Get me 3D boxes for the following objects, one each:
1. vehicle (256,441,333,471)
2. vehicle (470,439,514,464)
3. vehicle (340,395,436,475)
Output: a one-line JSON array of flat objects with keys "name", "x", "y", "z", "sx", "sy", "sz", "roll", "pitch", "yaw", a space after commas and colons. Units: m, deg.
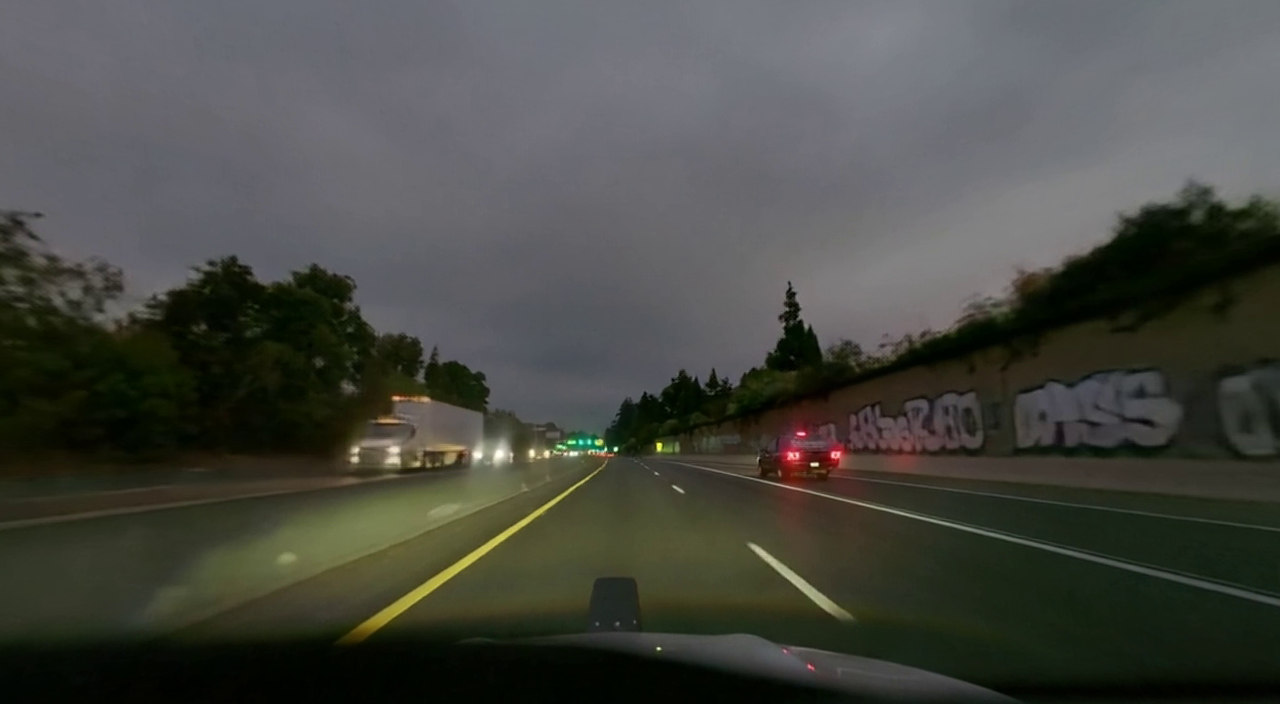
[{"name": "vehicle", "x": -19.288, "y": 5.813, "z": 35.210, "sx": 1.899, "sy": 1.577, "sz": 4.432, "roll": 0, "pitch": -9, "yaw": -2}, {"name": "vehicle", "x": -9.975, "y": 6.730, "z": 42.510, "sx": 1.978, "sy": 1.542, "sz": 4.321, "roll": 0, "pitch": -9, "yaw": 0}, {"name": "vehicle", "x": -14.065, "y": 4.763, "z": 35.571, "sx": 2.852, "sy": 4.117, "sz": 6.059, "roll": 0, "pitch": -9, "yaw": -1}]
